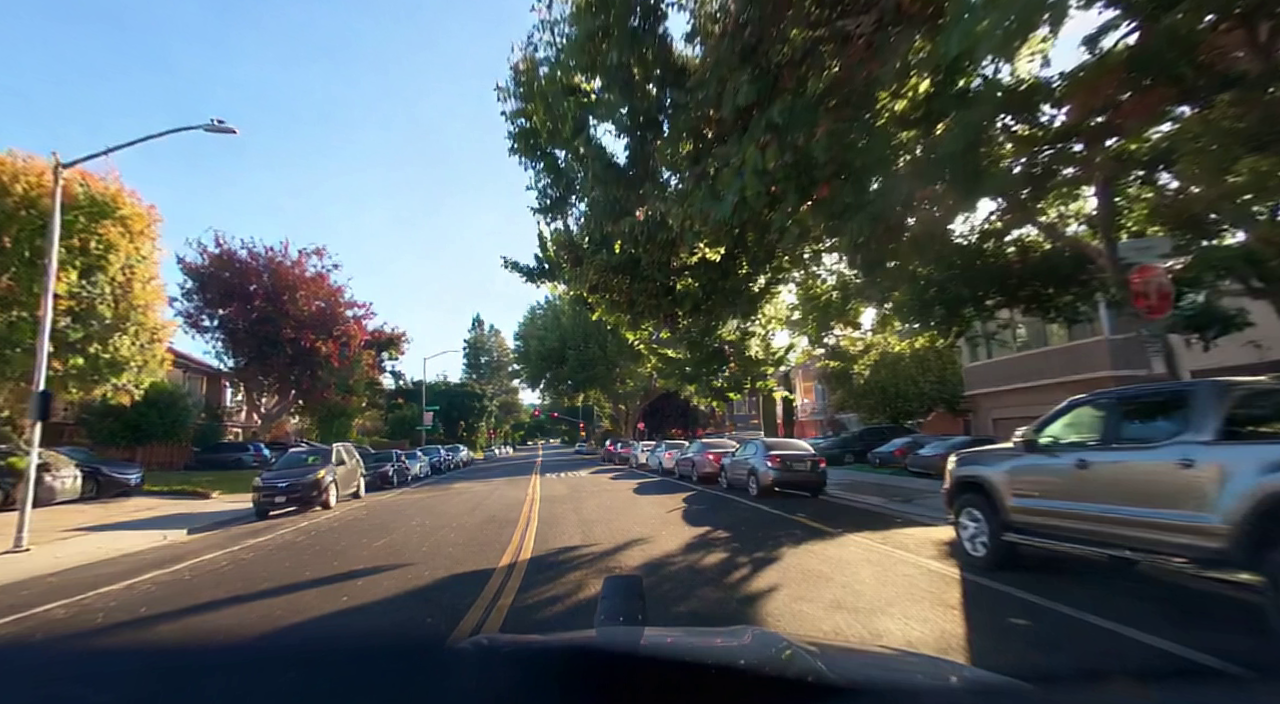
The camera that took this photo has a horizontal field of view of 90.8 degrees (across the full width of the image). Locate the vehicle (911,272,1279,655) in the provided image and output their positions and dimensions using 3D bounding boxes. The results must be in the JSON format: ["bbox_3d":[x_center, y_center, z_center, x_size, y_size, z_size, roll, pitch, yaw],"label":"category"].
[{"bbox_3d":[4.604,0.791,4.692,2.259,2.118,5.567,1,-9,-5],"label":"vehicle"}]

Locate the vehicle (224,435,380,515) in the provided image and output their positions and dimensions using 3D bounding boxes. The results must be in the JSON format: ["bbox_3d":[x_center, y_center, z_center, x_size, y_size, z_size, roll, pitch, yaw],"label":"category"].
[{"bbox_3d":[-8.879,3.257,17.253,2.033,1.759,5.372,0,-9,-9],"label":"vehicle"}]

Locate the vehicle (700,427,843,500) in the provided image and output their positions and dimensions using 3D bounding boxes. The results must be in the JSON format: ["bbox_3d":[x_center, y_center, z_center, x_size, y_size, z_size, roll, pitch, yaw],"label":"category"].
[{"bbox_3d":[2.967,2.649,15.437,1.861,1.490,4.619,1,-9,-9],"label":"vehicle"}]

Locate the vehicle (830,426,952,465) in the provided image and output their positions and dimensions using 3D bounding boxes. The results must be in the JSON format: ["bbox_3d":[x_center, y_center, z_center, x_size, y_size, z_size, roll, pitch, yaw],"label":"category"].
[{"bbox_3d":[10.075,3.781,25.492,4.070,1.472,1.967,1,-9,-10],"label":"vehicle"}]

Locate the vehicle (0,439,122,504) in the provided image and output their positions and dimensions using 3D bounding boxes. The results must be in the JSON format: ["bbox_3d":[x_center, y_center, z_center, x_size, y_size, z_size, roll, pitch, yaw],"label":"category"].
[{"bbox_3d":[-17.701,3.273,17.295,4.914,1.646,2.175,0,-9,-7],"label":"vehicle"}]
